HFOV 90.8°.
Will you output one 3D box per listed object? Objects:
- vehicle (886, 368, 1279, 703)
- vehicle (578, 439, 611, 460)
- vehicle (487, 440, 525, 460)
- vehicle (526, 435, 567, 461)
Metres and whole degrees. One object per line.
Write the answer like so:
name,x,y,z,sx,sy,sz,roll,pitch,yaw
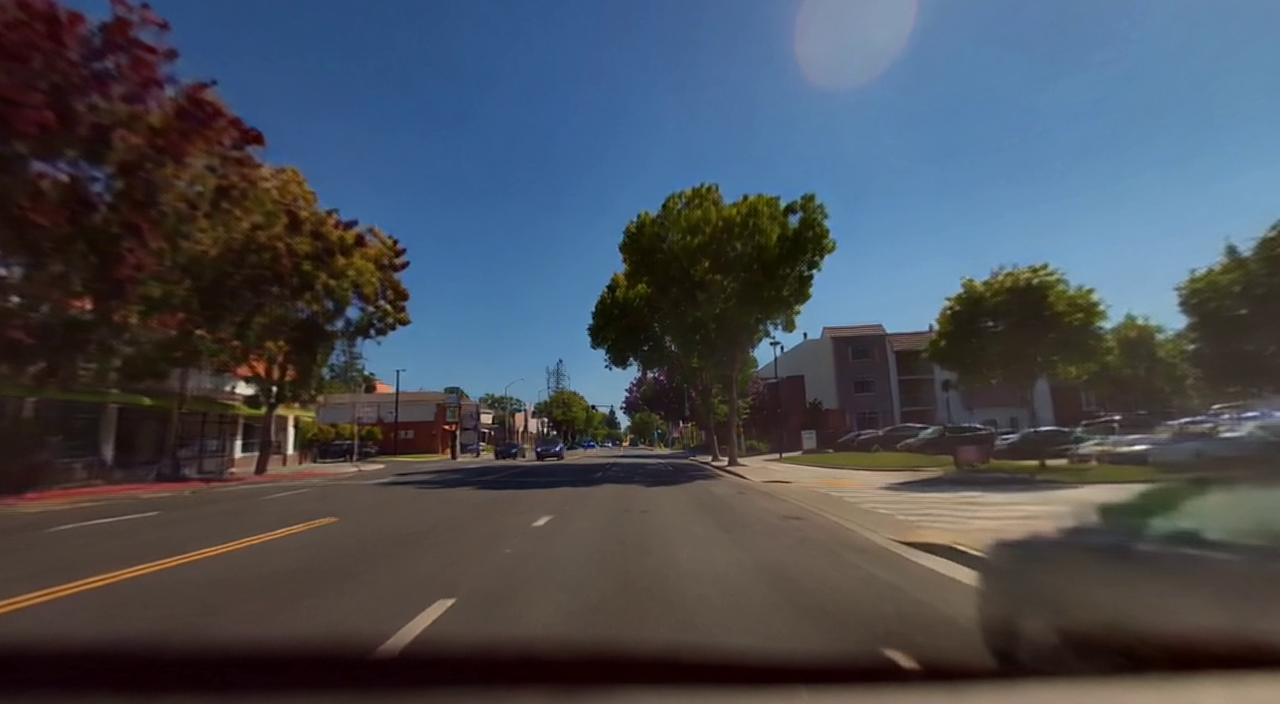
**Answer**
vehicle,2.654,0.795,1.603,2.034,1.491,4.618,1,-8,-2
vehicle,-3.328,7.221,46.941,2.122,1.469,4.388,0,-8,0
vehicle,-10.441,7.659,49.581,2.012,1.429,4.462,0,-8,0
vehicle,-6.977,7.159,47.421,2.322,1.819,4.651,0,-8,0
